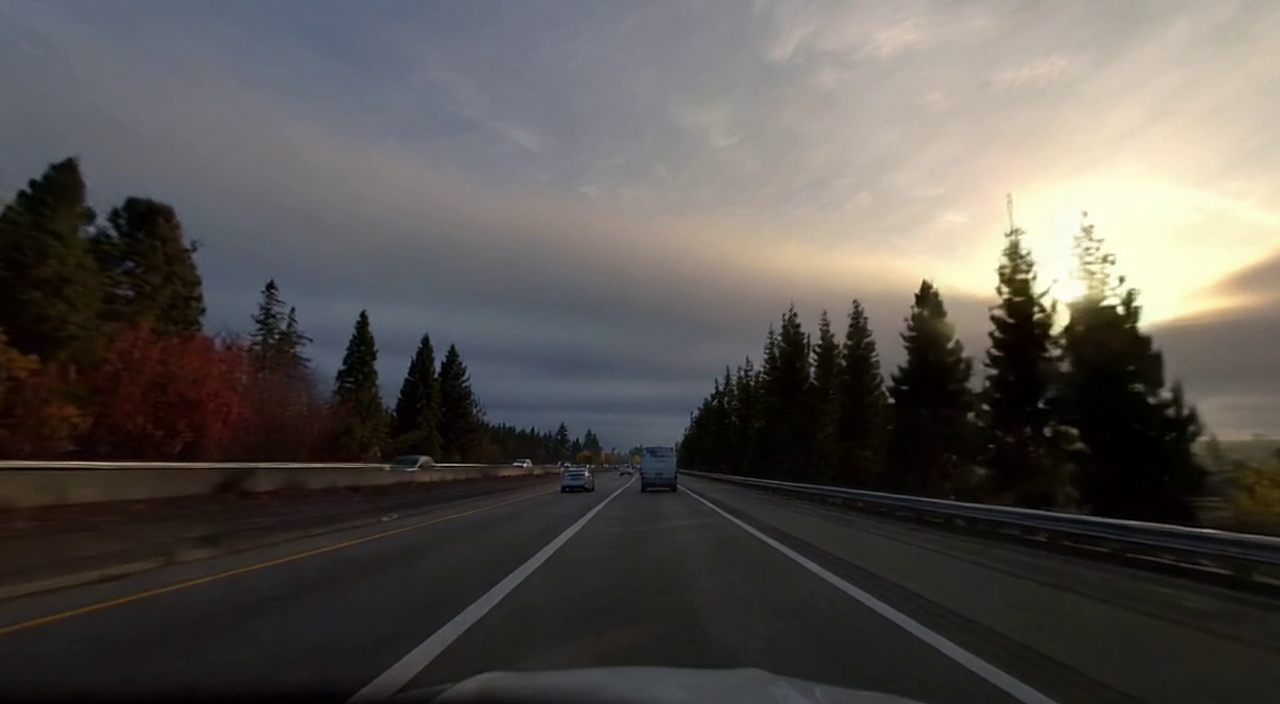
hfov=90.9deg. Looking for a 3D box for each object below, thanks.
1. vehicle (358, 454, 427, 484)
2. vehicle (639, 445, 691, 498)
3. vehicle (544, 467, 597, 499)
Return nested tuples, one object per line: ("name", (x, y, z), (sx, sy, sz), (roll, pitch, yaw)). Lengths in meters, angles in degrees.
("vehicle", (-13.014, 6.218, 33.454), (1.800, 1.437, 4.400), (1, -10, 1))
("vehicle", (1.218, 6.372, 33.759), (2.482, 2.549, 5.447), (1, -10, -1))
("vehicle", (-3.525, 6.741, 32.668), (2.128, 1.491, 4.508), (0, -10, 1))
